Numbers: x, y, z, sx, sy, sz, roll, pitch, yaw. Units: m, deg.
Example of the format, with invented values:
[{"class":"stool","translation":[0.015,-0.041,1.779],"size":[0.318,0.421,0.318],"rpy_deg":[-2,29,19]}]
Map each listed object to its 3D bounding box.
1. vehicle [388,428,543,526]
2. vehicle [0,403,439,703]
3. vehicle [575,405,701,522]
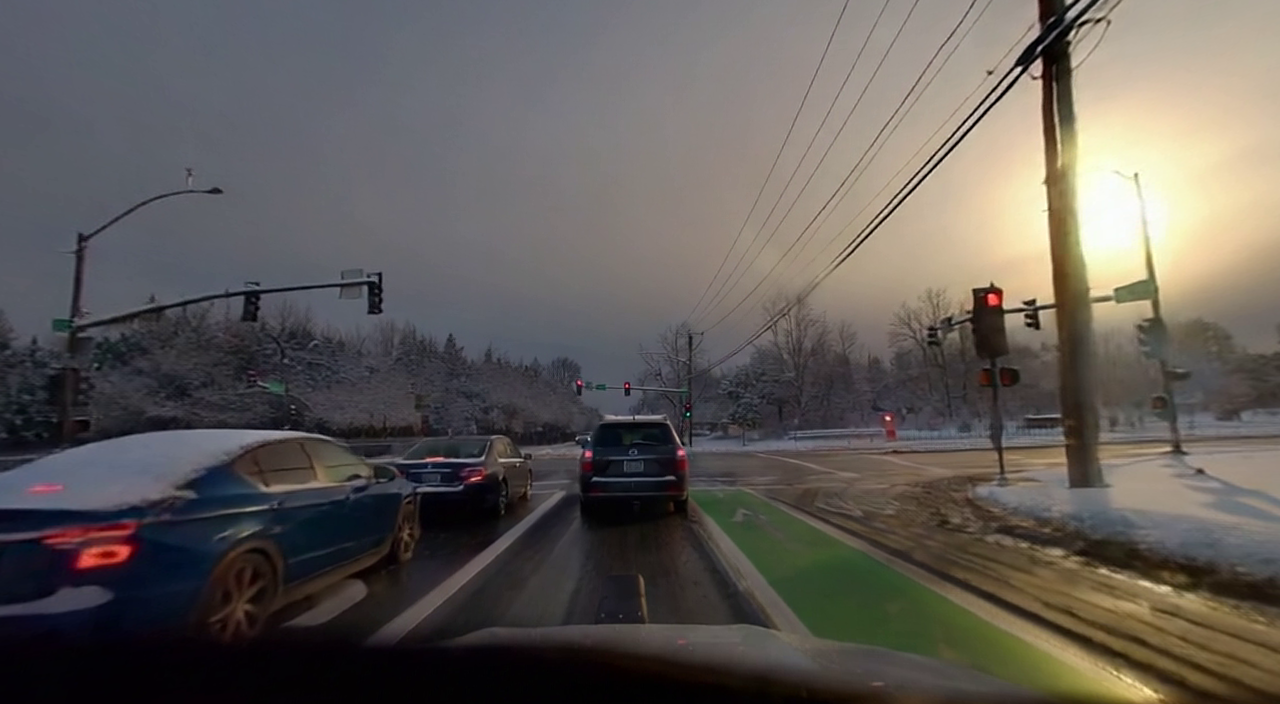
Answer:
[{"class":"vehicle","translation":[-3.001,2.247,11.755],"size":[1.726,1.506,3.840],"rpy_deg":[0,-9,1]},{"class":"vehicle","translation":[-3.505,1.273,4.978],"size":[2.138,1.488,5.327],"rpy_deg":[0,-7,-1]},{"class":"vehicle","translation":[-0.075,2.234,12.957],"size":[2.036,1.885,5.196],"rpy_deg":[0,-9,-1]}]
